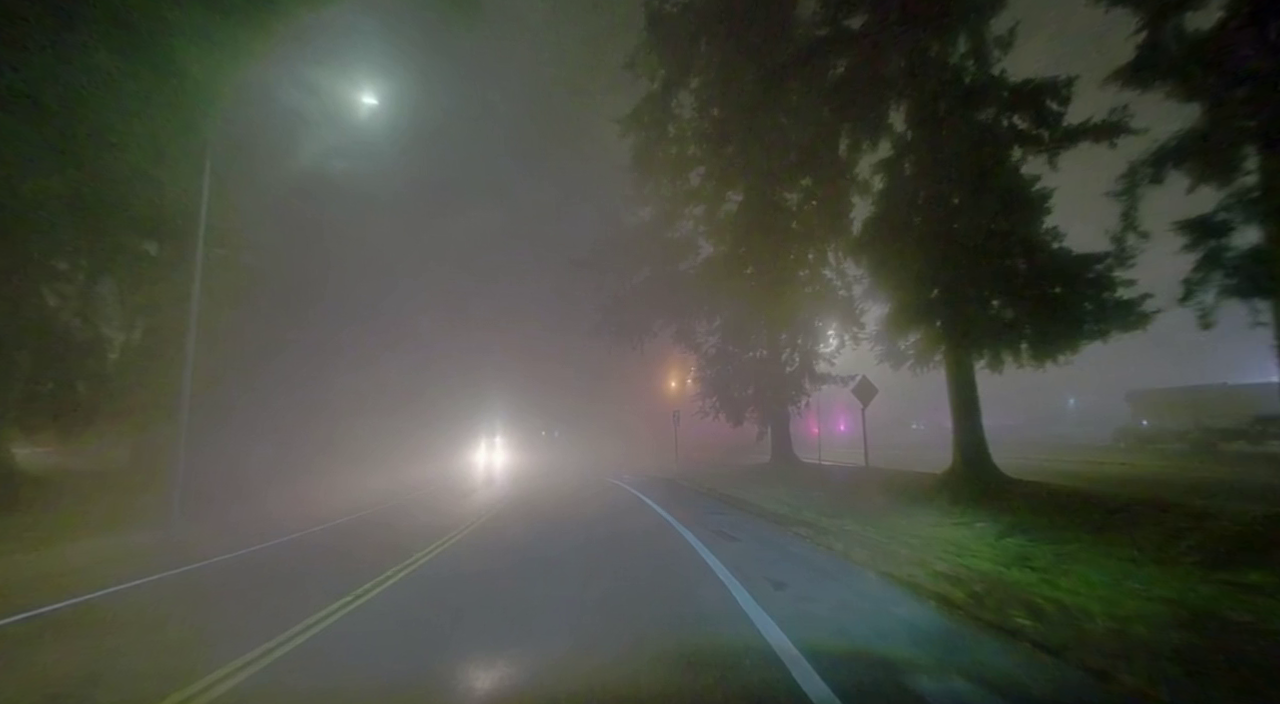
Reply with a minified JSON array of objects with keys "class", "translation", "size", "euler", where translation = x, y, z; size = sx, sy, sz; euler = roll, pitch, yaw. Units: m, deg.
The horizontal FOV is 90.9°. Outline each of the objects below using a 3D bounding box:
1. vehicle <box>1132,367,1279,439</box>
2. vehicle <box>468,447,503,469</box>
[{"class":"vehicle","translation":[33.281,2.505,32.315],"size":[12.214,3.426,2.921],"euler":[-9,-9,41]},{"class":"vehicle","translation":[-10.692,7.357,43.968],"size":[2.125,1.440,4.450],"euler":[1,-8,-11]}]
